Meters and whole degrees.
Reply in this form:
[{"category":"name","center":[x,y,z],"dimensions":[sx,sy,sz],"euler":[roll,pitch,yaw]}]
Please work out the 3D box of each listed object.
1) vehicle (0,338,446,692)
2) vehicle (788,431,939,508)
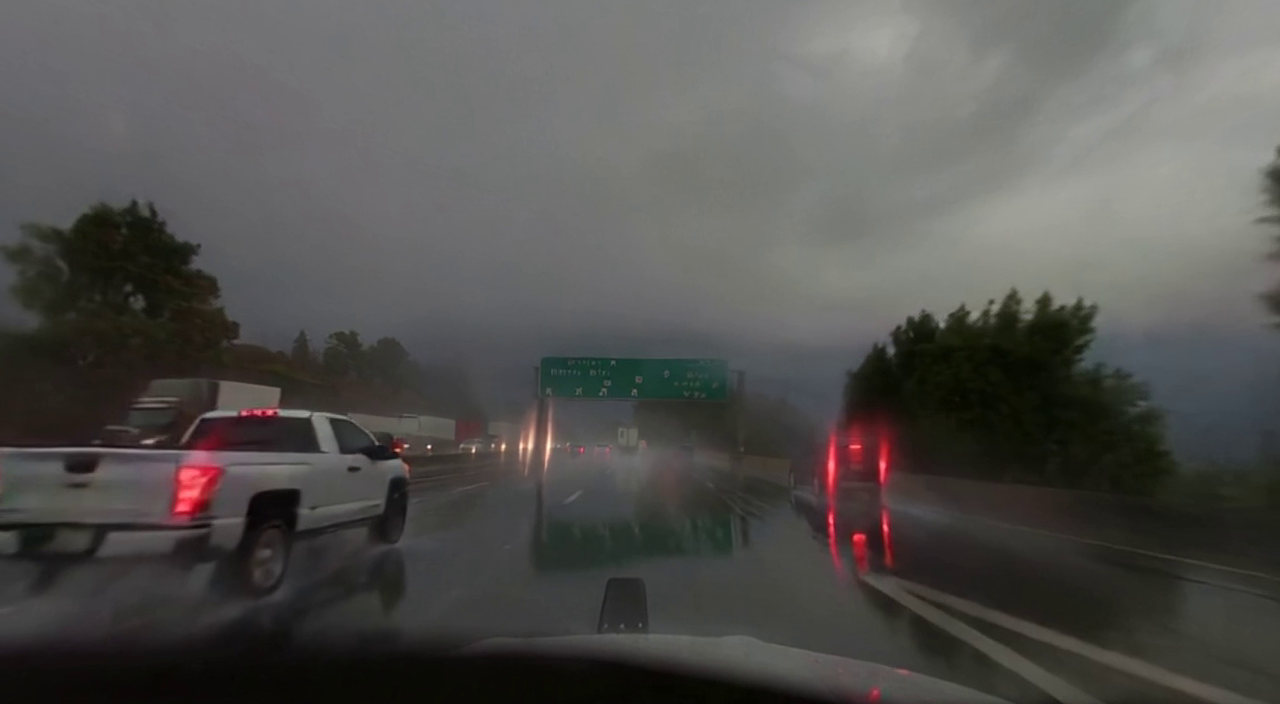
[{"category":"vehicle","center":[-3.850,1.274,6.099],"dimensions":[2.220,1.928,5.176],"euler":[0,-9,1]},{"category":"vehicle","center":[5.617,3.012,16.534],"dimensions":[2.080,1.725,4.252],"euler":[1,-9,-5]}]
